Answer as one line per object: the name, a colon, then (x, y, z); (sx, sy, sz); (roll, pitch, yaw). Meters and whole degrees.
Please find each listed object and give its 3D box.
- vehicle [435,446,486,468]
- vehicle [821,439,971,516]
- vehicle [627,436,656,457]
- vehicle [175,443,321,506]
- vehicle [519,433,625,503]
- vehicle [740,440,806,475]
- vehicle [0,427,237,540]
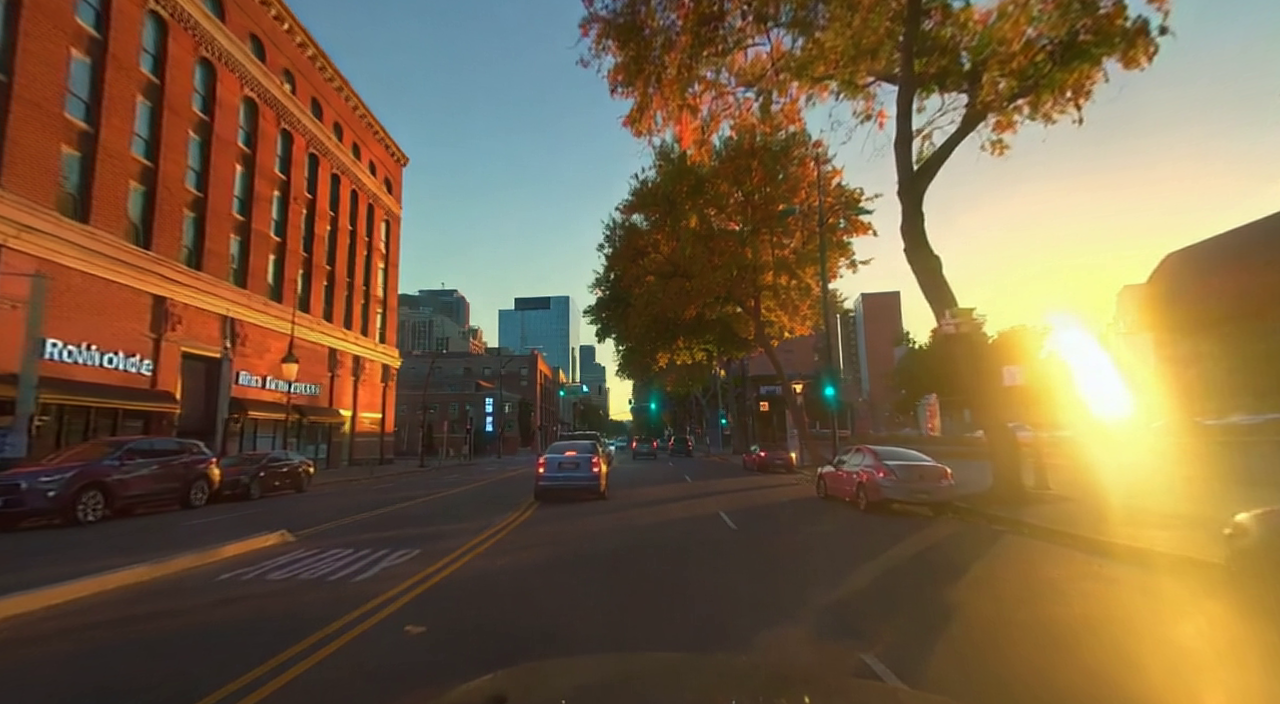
vehicle: (-12.440, 7.289, 43.995); (2.075, 1.472, 4.638); (0, -8, 2)
vehicle: (5.802, 2.869, 14.901); (1.986, 1.555, 3.879); (0, -8, 1)
vehicle: (0.088, 7.217, 48.244); (2.102, 1.521, 4.078); (0, -8, -1)
vehicle: (-12.575, 3.915, 20.660); (2.000, 1.708, 4.494); (-3, -8, -1)
vehicle: (-1.640, 2.731, 15.301); (2.169, 1.427, 4.531); (1, -9, -6)
vehicle: (5.992, 4.790, 28.914); (1.956, 1.446, 4.537); (0, -8, -1)
vehicle: (-12.597, 2.870, 14.657); (2.384, 2.044, 6.030); (0, -8, 1)
